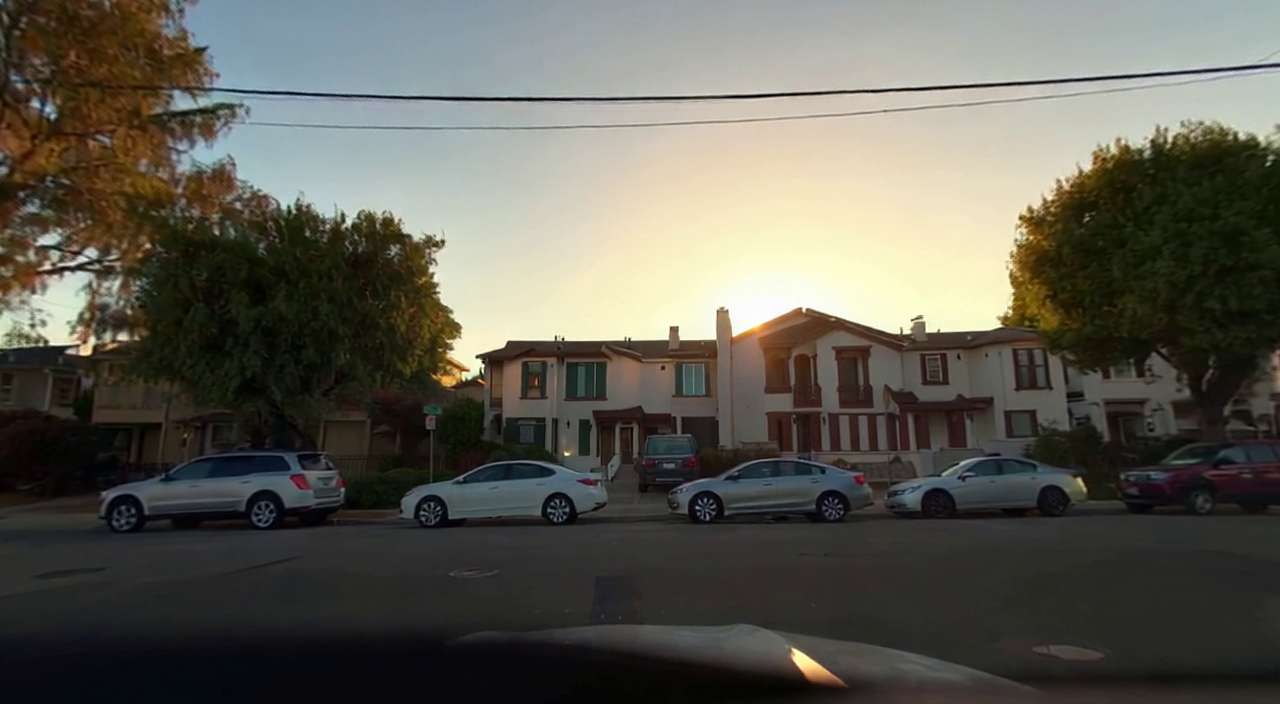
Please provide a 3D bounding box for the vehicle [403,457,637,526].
[{"bbox_3d":[-2.607,3.211,14.680,5.075,1.436,1.863,0,-8,0],"label":"vehicle"}]

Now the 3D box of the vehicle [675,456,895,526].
[{"bbox_3d":[3.184,3.170,14.594,4.663,1.452,1.801,0,-8,0],"label":"vehicle"}]

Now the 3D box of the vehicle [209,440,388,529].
[{"bbox_3d":[-8.636,3.335,16.540,2.046,1.969,4.585,0,-9,1],"label":"vehicle"}]

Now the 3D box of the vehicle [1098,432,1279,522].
[{"bbox_3d":[14.495,2.992,15.459,4.513,1.970,2.512,0,-8,-4],"label":"vehicle"}]

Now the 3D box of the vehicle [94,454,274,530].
[{"bbox_3d":[-11.627,3.543,16.464,1.827,1.648,4.030,1,-9,-4],"label":"vehicle"}]

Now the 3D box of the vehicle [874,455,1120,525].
[{"bbox_3d":[8.324,3.205,14.942,4.785,1.471,1.798,1,-8,-4],"label":"vehicle"}]

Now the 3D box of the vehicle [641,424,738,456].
[{"bbox_3d":[2.349,4.325,30.928,4.565,1.479,1.775,0,-9,-2],"label":"vehicle"}]
